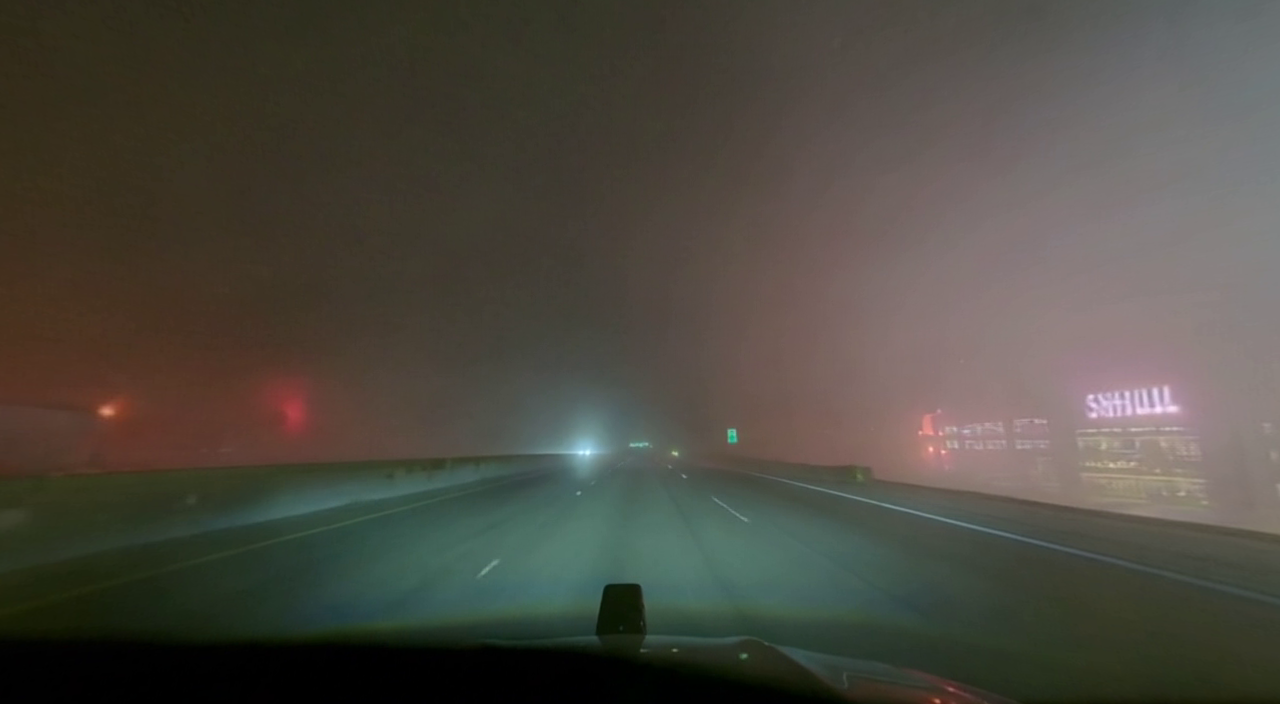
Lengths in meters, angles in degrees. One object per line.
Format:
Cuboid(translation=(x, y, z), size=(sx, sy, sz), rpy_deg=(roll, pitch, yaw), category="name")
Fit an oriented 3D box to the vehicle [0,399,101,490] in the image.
Cuboid(translation=(-31.163, 3.861, 26.272), size=(2.914, 4.195, 16.498), rpy_deg=(0, -8, 0), category="vehicle")
